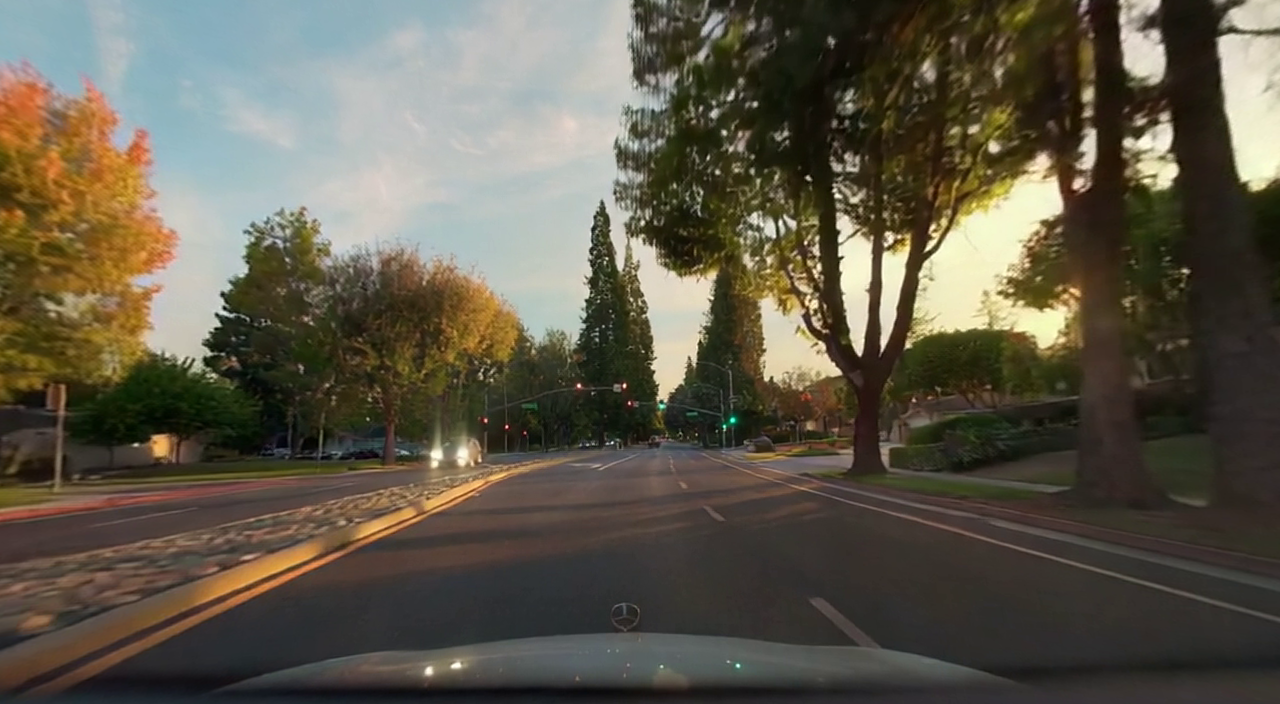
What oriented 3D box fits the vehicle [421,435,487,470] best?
[{"bbox_3d":[-11.072,6.021,38.118,2.174,1.855,5.452,-2,-8,2],"label":"vehicle"}]
